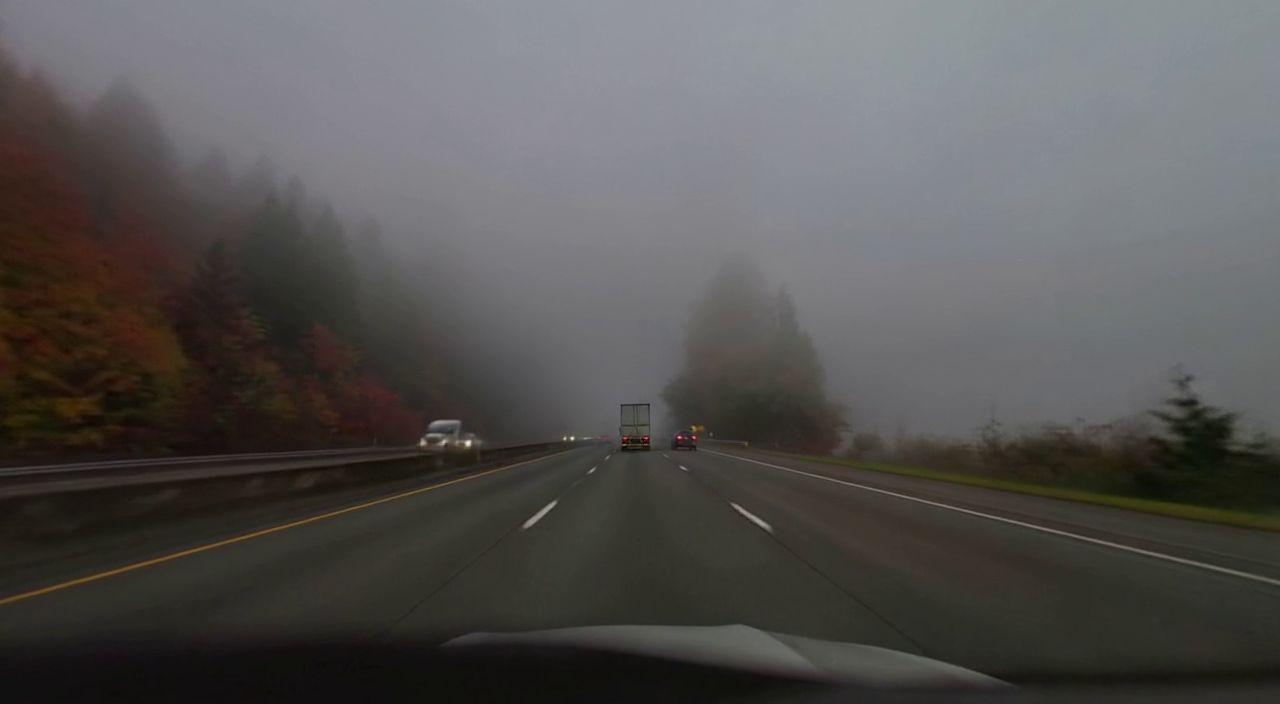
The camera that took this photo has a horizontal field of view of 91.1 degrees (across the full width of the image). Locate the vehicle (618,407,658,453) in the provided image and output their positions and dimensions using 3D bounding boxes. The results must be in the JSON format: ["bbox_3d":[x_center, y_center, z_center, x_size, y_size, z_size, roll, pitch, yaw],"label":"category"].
[{"bbox_3d":[-0.224,5.573,44.549,2.631,2.957,6.512,0,-8,-2],"label":"vehicle"}]
